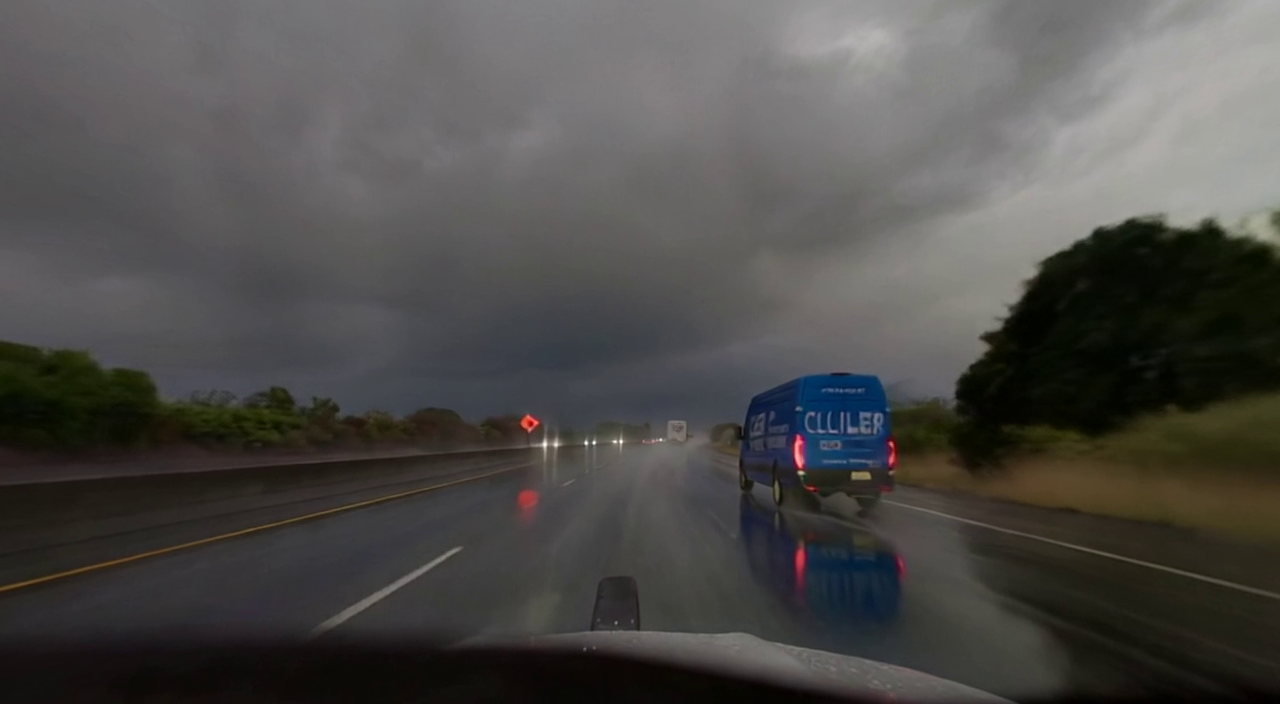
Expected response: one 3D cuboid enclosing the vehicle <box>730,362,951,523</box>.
[{"bbox_3d":[3.599,1.828,12.872,2.485,2.562,5.535,0,-8,-2],"label":"vehicle"}]
